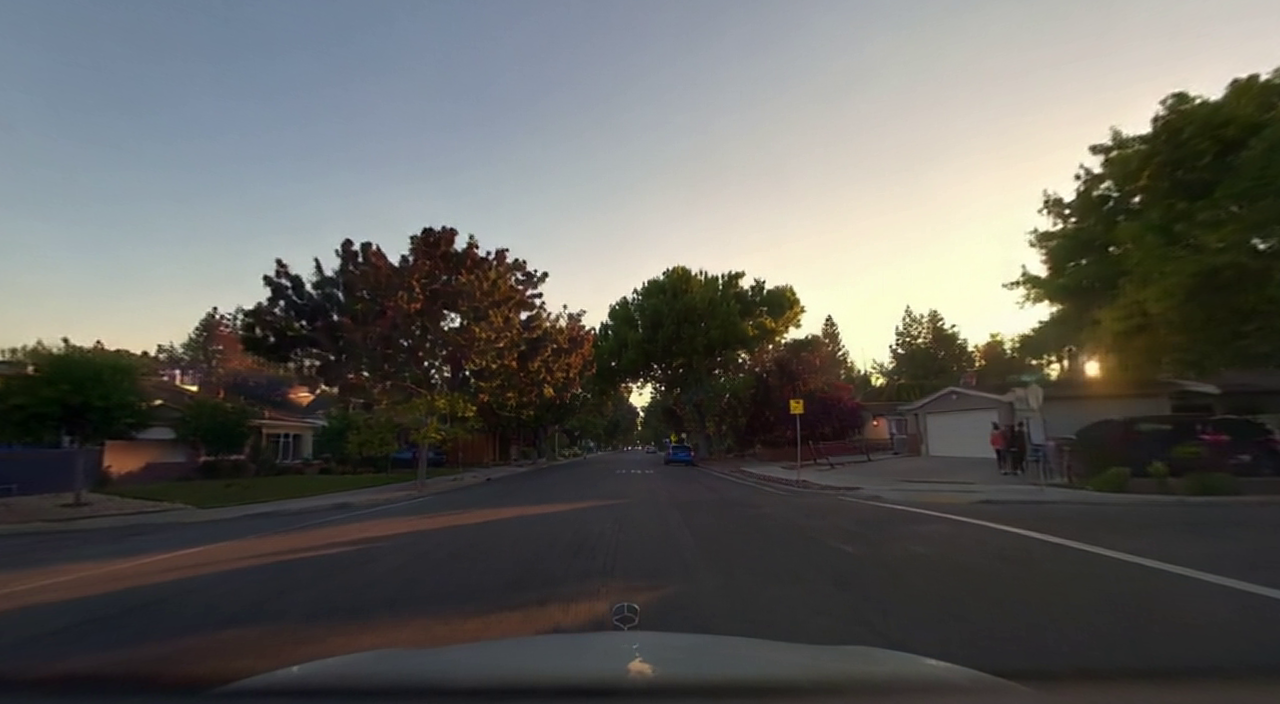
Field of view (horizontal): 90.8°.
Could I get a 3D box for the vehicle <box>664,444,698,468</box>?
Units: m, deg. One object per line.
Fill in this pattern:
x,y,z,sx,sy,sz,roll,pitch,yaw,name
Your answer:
2.893,7.432,45.337,2.114,1.633,4.042,0,-8,0,vehicle
